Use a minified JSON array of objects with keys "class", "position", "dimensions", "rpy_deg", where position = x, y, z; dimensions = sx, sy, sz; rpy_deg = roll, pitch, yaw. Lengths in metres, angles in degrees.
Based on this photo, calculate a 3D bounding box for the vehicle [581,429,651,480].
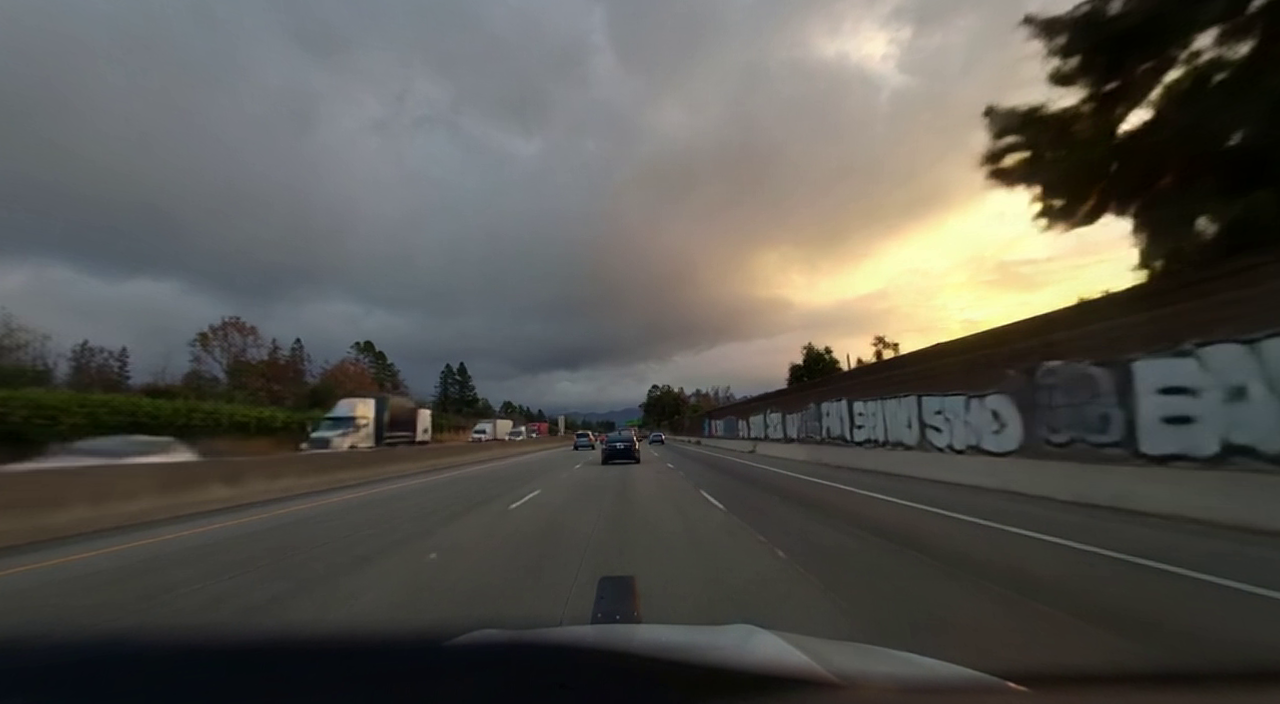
[{"class":"vehicle","position":[-0.716,3.223,20.145],"dimensions":[2.044,1.477,3.693],"rpy_deg":[0,-8,-1]}]

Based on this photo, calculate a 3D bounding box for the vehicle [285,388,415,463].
[{"class":"vehicle","position":[-17.411,4.667,39.082],"dimensions":[2.968,3.967,11.156],"rpy_deg":[0,-8,-1]}]
